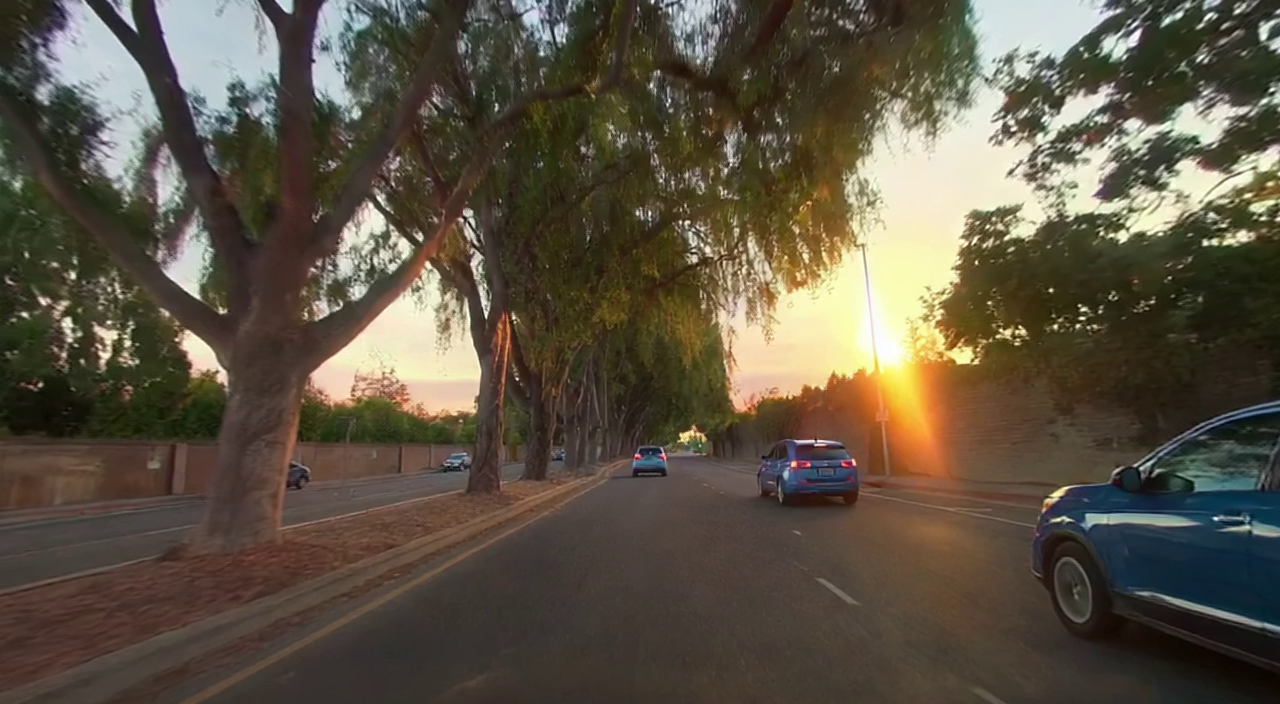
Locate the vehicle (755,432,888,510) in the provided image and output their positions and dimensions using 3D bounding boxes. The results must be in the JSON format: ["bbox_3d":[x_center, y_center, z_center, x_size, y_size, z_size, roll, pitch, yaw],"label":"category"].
[{"bbox_3d":[4.589,3.078,16.822,2.155,1.752,4.456,0,-8,-1],"label":"vehicle"}]

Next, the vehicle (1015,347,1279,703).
[{"bbox_3d":[4.060,0.760,2.165,2.470,1.751,5.015,-1,-8,1],"label":"vehicle"}]

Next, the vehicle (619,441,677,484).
[{"bbox_3d":[0.374,4.941,28.551,2.391,1.739,3.837,-1,-8,1],"label":"vehicle"}]
